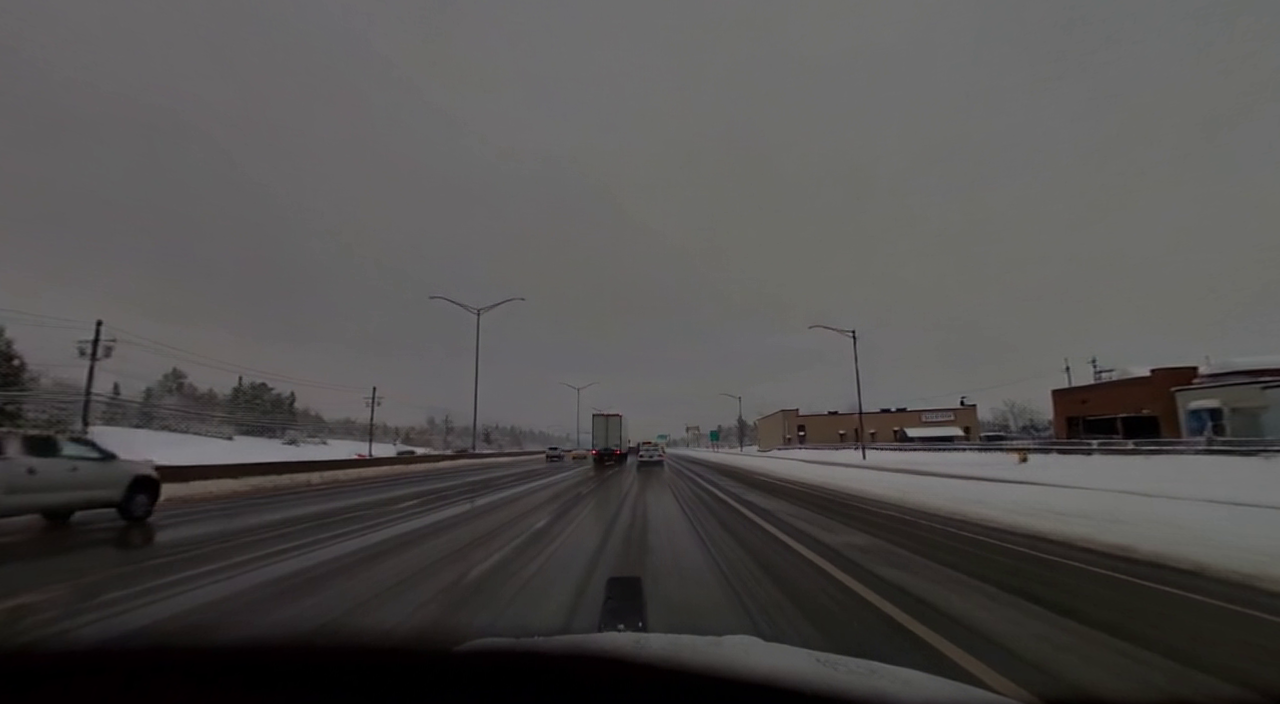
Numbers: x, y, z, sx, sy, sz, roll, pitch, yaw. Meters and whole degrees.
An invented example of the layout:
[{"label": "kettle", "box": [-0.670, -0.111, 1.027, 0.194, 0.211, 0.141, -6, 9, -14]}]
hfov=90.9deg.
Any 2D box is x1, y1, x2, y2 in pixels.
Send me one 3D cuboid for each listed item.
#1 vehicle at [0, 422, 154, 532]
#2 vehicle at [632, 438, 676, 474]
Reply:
[{"label": "vehicle", "box": [-10.895, 2.011, 10.266, 2.097, 1.673, 4.730, 0, -8, 1]}, {"label": "vehicle", "box": [0.749, 5.771, 35.278, 2.279, 1.837, 4.747, 0, -8, 0]}]
